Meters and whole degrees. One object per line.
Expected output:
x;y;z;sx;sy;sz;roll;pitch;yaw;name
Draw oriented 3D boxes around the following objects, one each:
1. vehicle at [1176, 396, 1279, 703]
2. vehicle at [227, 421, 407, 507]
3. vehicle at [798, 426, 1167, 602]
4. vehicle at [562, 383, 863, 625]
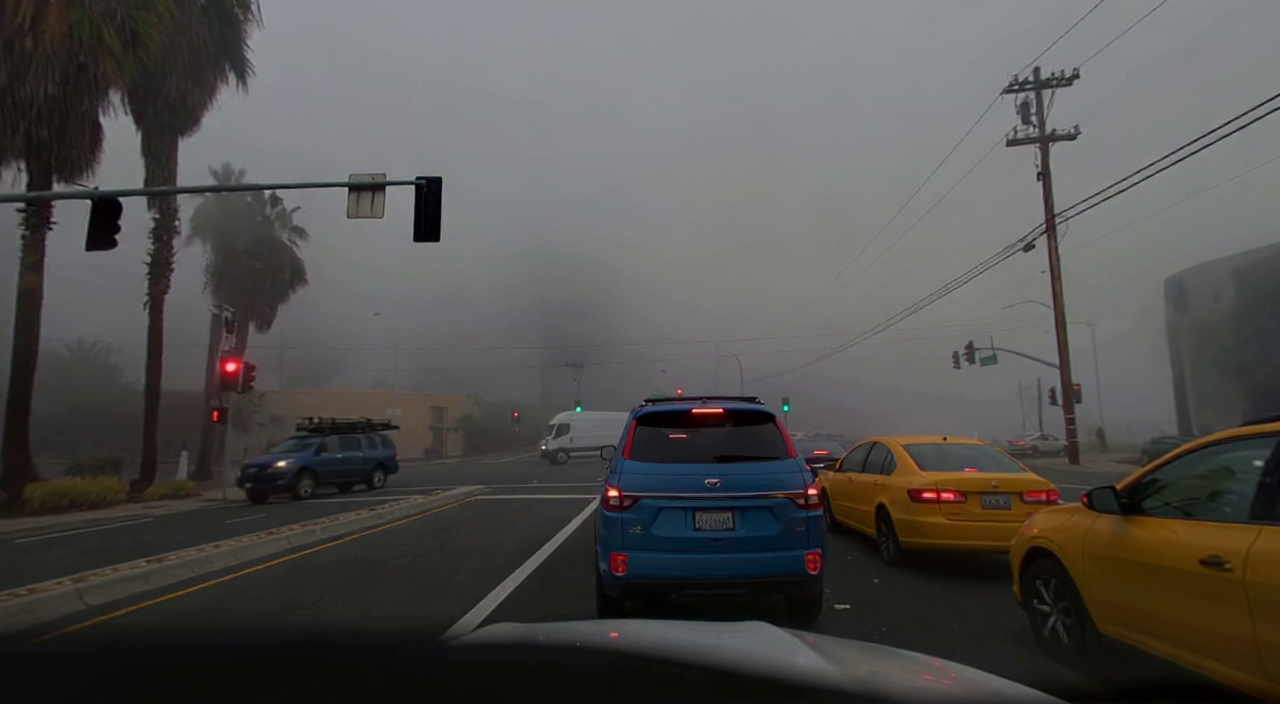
3.360;0.650;0.651;1.805;1.485;4.348;0;-9;1;vehicle
-11.318;3.971;22.832;2.230;2.653;5.869;-3;-9;16;vehicle
3.437;1.688;7.502;1.895;1.456;4.255;0;-9;-2;vehicle
0.464;1.439;6.887;2.228;1.780;4.269;0;-9;-2;vehicle
